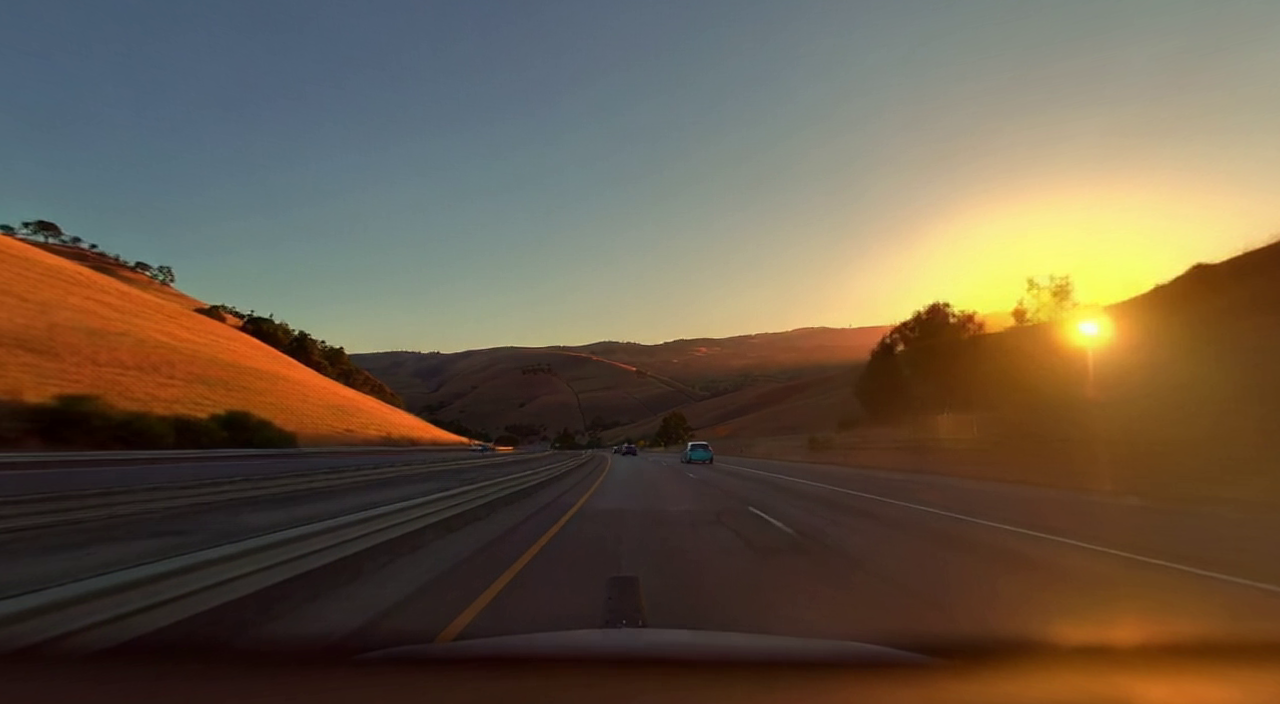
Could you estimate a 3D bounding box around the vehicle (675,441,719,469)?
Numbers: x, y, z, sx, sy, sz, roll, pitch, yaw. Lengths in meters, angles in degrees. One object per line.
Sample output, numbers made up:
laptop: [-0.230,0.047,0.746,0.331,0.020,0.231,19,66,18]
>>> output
vehicle: [3.341,6.161,37.962,1.960,1.516,4.657,0,-8,-3]
